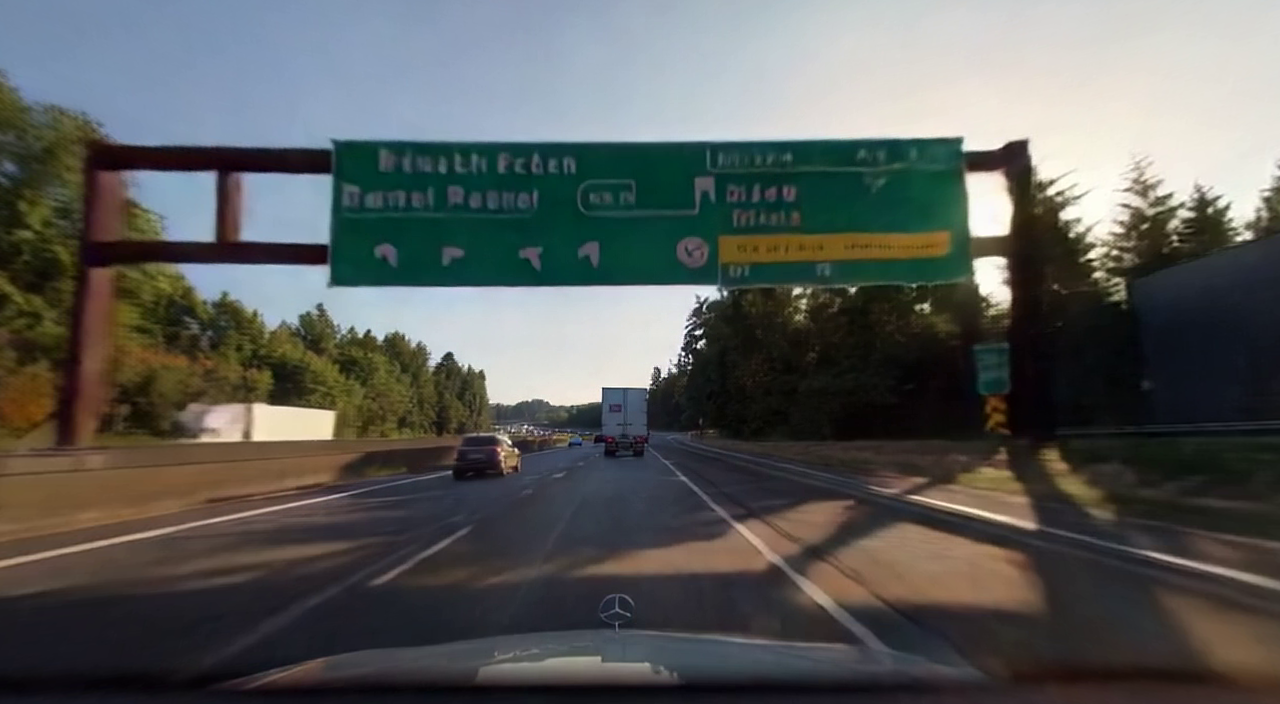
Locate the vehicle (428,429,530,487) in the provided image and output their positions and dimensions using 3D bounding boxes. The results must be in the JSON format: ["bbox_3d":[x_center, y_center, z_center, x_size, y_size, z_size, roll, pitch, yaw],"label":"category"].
[{"bbox_3d":[-4.518,3.022,18.330,1.931,1.479,4.083,0,-8,-1],"label":"vehicle"}]

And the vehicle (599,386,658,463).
[{"bbox_3d":[-0.699,4.118,35.226,2.855,3.741,8.587,0,-8,-2],"label":"vehicle"}]
